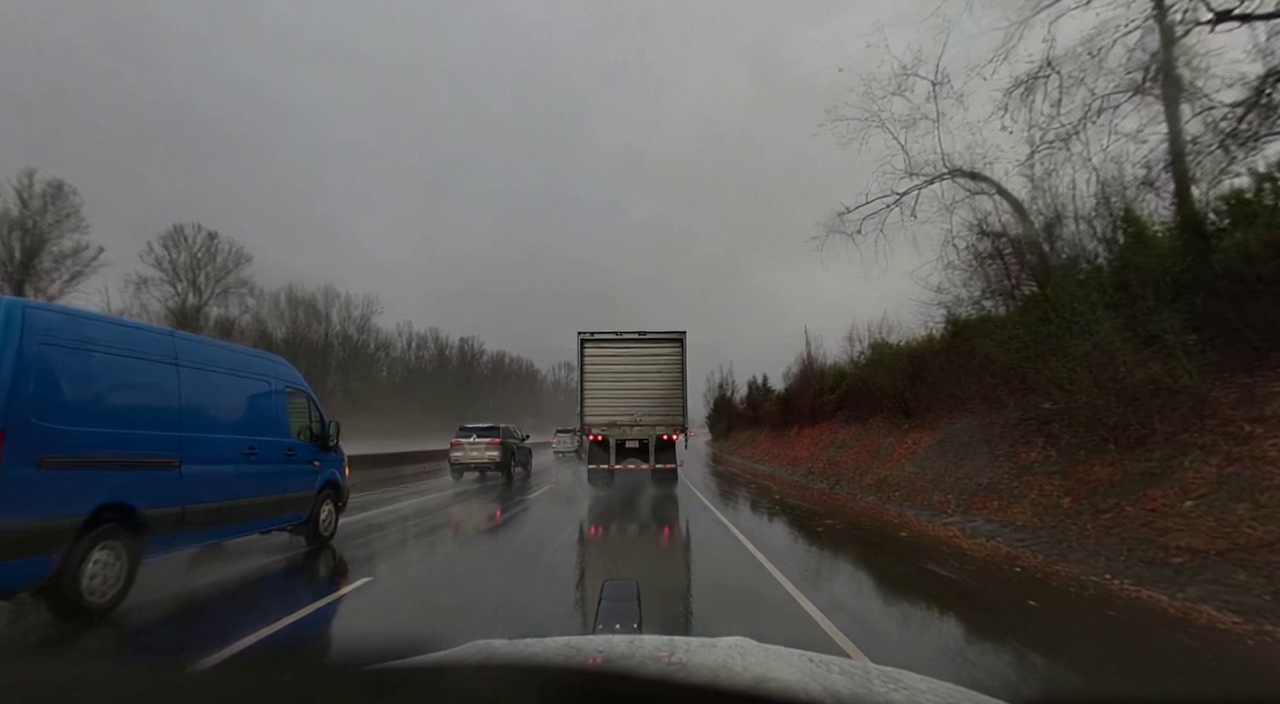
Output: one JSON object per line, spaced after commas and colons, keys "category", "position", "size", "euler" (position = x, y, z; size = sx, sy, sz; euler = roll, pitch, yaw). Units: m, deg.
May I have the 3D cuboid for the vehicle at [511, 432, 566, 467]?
{"category": "vehicle", "position": [-4.837, 4.698, 30.493], "size": [1.931, 1.539, 4.441], "euler": [0, -8, 0]}

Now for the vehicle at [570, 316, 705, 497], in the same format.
{"category": "vehicle", "position": [-0.179, 1.854, 19.047], "size": [2.953, 4.041, 10.072], "euler": [0, -8, -1]}

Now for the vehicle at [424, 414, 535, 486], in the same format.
{"category": "vehicle", "position": [-4.848, 3.047, 19.897], "size": [2.168, 1.985, 4.952], "euler": [0, -8, 0]}

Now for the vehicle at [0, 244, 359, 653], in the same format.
{"category": "vehicle", "position": [-5.222, 0.895, 6.087], "size": [2.478, 2.515, 5.438], "euler": [0, -8, 0]}
